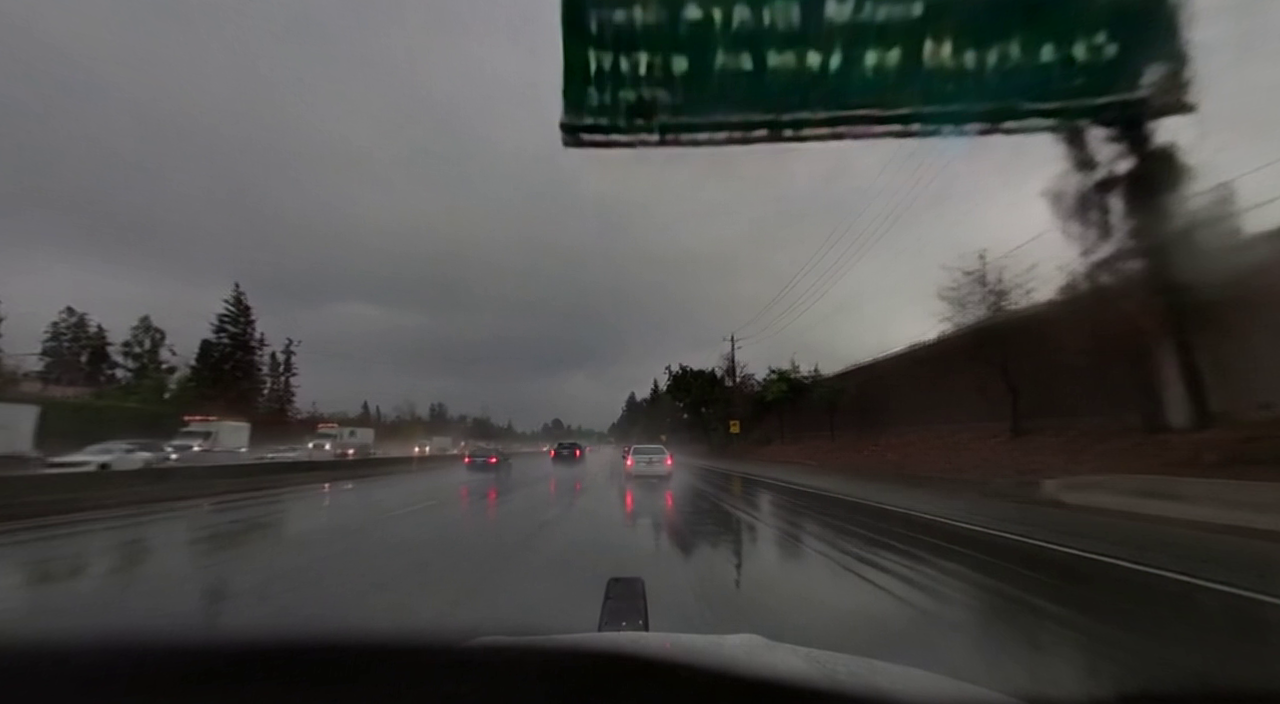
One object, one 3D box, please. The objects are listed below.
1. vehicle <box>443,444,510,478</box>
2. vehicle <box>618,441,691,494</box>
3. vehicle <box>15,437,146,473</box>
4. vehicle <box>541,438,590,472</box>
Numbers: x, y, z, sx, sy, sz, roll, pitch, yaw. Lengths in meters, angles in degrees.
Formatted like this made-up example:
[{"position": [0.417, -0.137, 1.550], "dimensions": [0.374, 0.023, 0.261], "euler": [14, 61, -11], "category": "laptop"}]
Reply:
[{"position": [-7.578, 5.089, 29.767], "dimensions": [1.974, 1.464, 4.733], "euler": [0, -8, -1], "category": "vehicle"}, {"position": [0.361, 3.605, 20.098], "dimensions": [2.082, 1.482, 4.126], "euler": [0, -8, -2], "category": "vehicle"}, {"position": [-31.023, 5.692, 35.304], "dimensions": [2.303, 1.824, 5.757], "euler": [0, -8, -3], "category": "vehicle"}, {"position": [-4.051, 5.691, 35.141], "dimensions": [2.289, 1.777, 4.534], "euler": [0, -8, -2], "category": "vehicle"}]
